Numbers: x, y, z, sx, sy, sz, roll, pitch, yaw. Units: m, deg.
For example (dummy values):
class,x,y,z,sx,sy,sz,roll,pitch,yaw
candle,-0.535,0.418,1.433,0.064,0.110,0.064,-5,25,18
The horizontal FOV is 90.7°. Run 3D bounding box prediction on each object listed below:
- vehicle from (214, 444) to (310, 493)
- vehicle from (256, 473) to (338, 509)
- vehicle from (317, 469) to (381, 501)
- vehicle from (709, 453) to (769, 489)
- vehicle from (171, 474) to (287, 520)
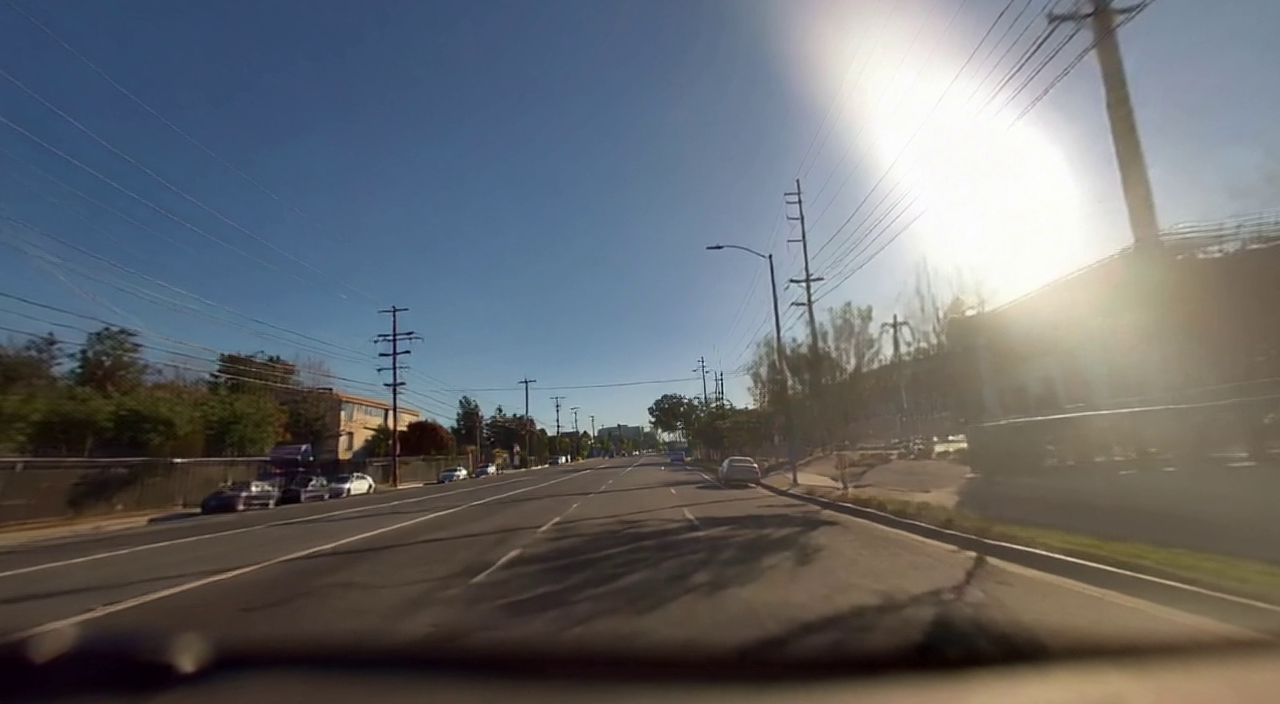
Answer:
class,x,y,z,sx,sy,sz,roll,pitch,yaw
vehicle,-24.789,7.672,41.717,4.857,2.616,2.616,-3,-10,-16
vehicle,-17.437,7.031,32.398,1.845,1.450,4.457,-6,-10,-1
vehicle,-17.379,7.912,37.996,1.852,1.551,4.276,-6,-10,-1
vehicle,4.459,5.403,29.111,2.002,1.459,4.357,0,-9,0
vehicle,-17.408,6.138,27.124,1.892,1.515,4.622,-6,-11,0
